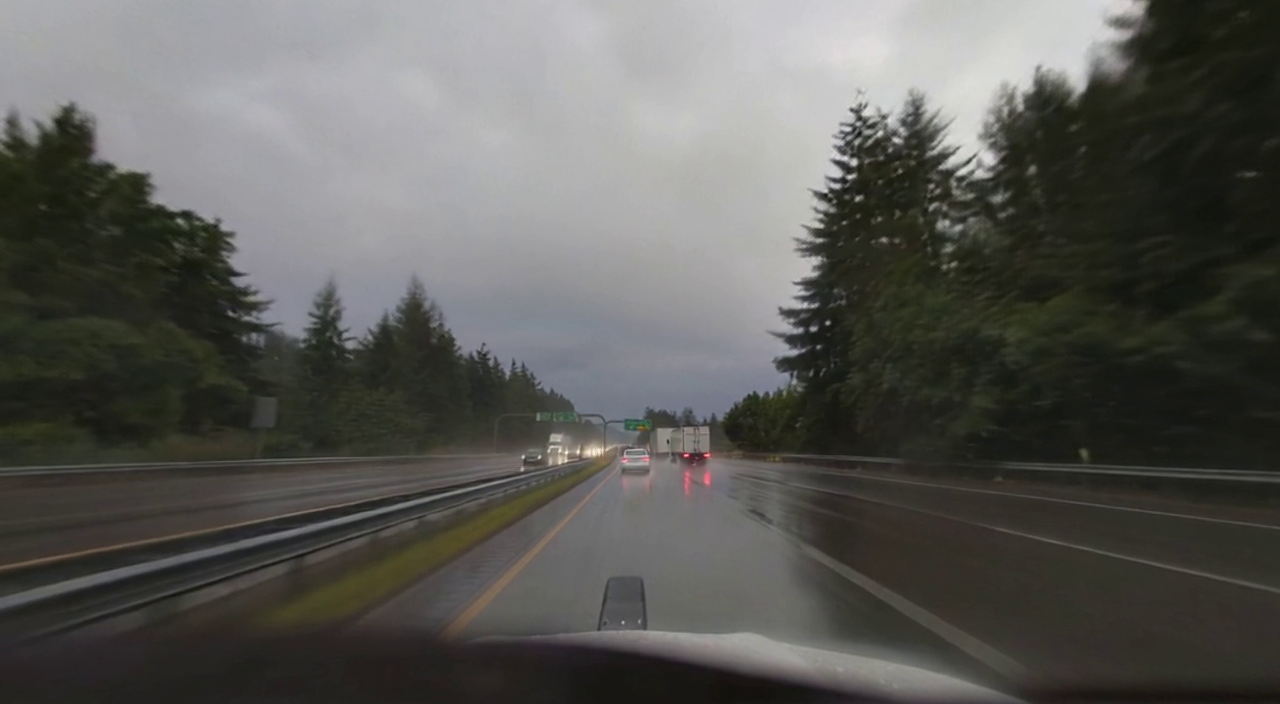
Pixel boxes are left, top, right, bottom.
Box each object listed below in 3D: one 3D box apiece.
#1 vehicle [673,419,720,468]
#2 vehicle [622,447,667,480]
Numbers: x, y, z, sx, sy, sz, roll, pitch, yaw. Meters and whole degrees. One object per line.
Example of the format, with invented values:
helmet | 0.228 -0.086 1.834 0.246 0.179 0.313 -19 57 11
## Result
vehicle | 4.066 6.828 46.909 2.600 3.282 7.635 0 -9 -1
vehicle | 0.195 5.428 30.941 2.069 1.523 4.012 0 -9 0
